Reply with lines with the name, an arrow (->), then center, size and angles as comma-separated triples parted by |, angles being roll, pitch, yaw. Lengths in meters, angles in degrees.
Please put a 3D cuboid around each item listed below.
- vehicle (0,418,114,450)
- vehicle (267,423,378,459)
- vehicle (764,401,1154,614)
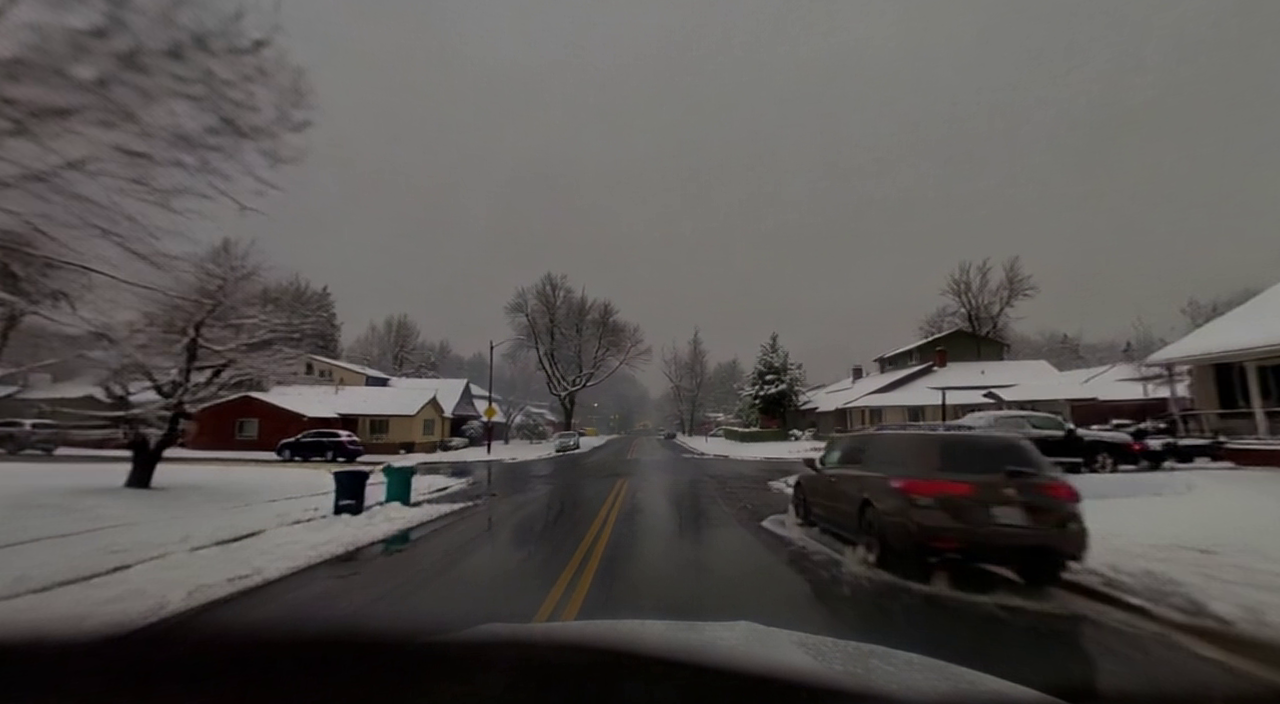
vehicle -> -31.382, 4.434, 33.915 | 4.562, 1.613, 1.979 | 0, -10, 3
vehicle -> -16.818, 4.777, 33.683 | 4.722, 1.730, 2.109 | 0, -11, 3
vehicle -> 3.096, 1.629, 7.853 | 2.074, 1.646, 5.457 | 1, -8, 1
